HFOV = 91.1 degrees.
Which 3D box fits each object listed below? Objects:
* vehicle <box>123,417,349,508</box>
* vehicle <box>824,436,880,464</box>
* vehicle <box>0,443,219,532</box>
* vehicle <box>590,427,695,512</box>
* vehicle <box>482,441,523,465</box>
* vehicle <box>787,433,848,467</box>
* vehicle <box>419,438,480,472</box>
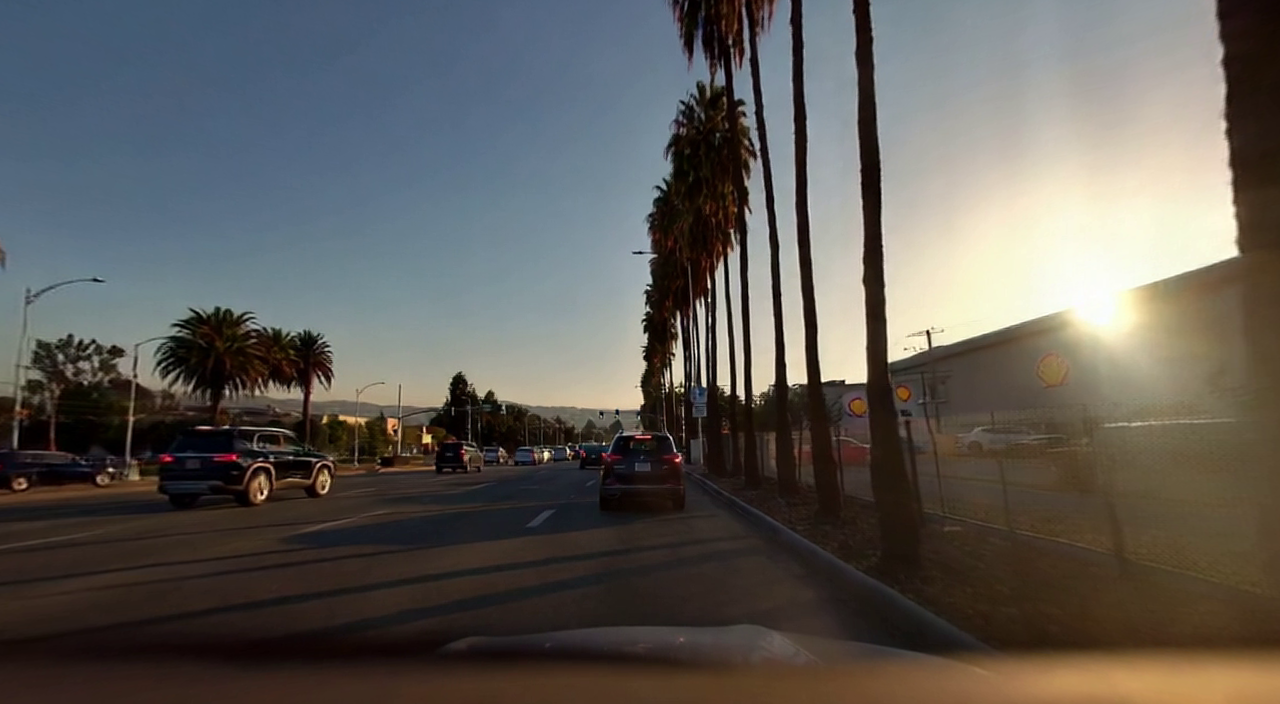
[{"bbox_3d":[-9.990,2.793,16.295,2.269,1.934,5.350,0,-9,0],"label":"vehicle"},{"bbox_3d":[12.049,5.565,35.885,1.681,1.503,3.781,0,-8,-3],"label":"vehicle"},{"bbox_3d":[-10.021,2.409,11.684,1.924,1.384,3.426,0,-9,1],"label":"vehicle"},{"bbox_3d":[0.076,2.680,14.719,2.121,1.710,3.893,0,-9,1],"label":"vehicle"},{"bbox_3d":[-10.475,7.752,48.181,1.998,1.731,4.952,0,-9,0],"label":"vehicle"},{"bbox_3d":[8.240,4.497,28.931,1.837,1.416,3.947,-4,-10,27],"label":"vehicle"},{"bbox_3d":[-10.579,5.746,35.190,1.965,1.743,4.327,0,-9,1],"label":"vehicle"}]
